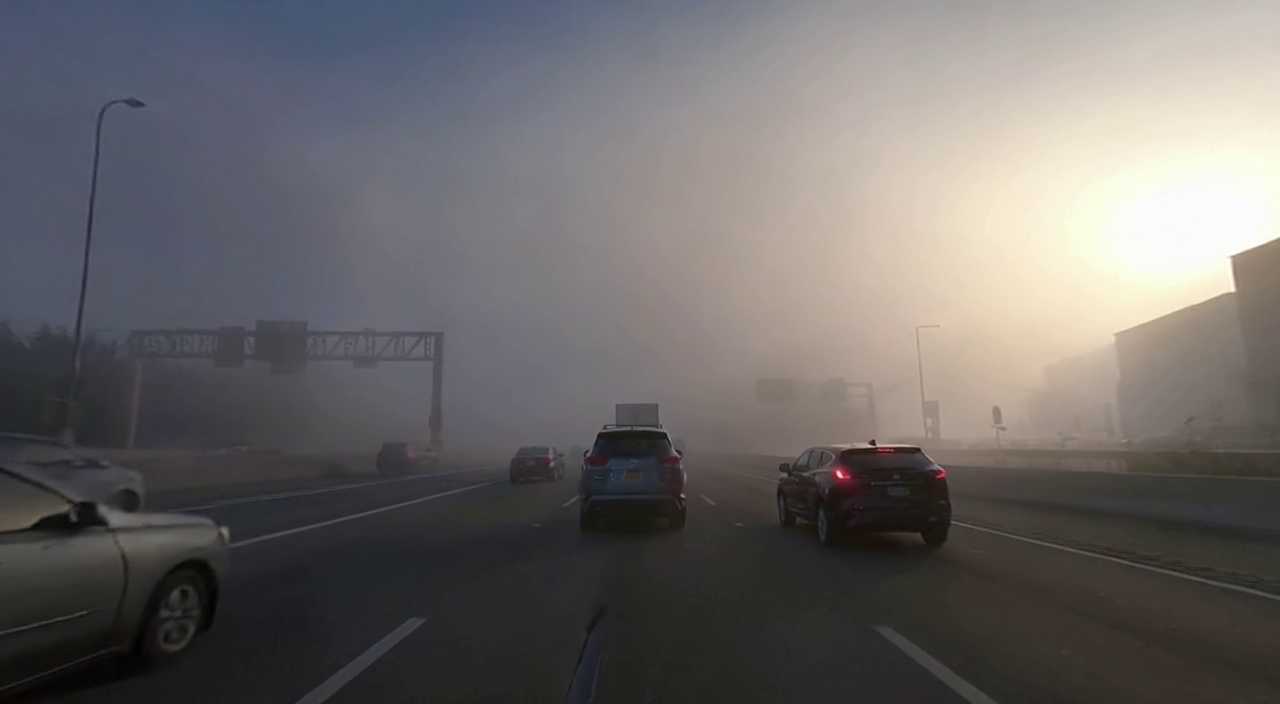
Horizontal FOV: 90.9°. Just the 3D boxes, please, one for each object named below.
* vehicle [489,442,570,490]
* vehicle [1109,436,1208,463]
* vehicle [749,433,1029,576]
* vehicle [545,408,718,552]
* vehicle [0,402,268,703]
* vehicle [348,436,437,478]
[{"bbox_3d":[-3.683,3.876,21.806,2.005,1.458,4.143,0,-9,1],"label":"vehicle"},{"bbox_3d":[32.023,6.020,39.095,1.805,1.536,4.325,3,-9,-18],"label":"vehicle"},{"bbox_3d":[3.001,1.931,8.893,2.018,1.470,4.491,0,-9,-2],"label":"vehicle"},{"bbox_3d":[-0.122,1.898,9.929,2.152,1.779,3.924,0,-9,0],"label":"vehicle"},{"bbox_3d":[-3.462,0.829,1.703,2.132,1.464,4.481,0,-9,1],"label":"vehicle"},{"bbox_3d":[-11.005,4.689,28.438,2.129,1.720,4.547,0,-9,1],"label":"vehicle"}]
